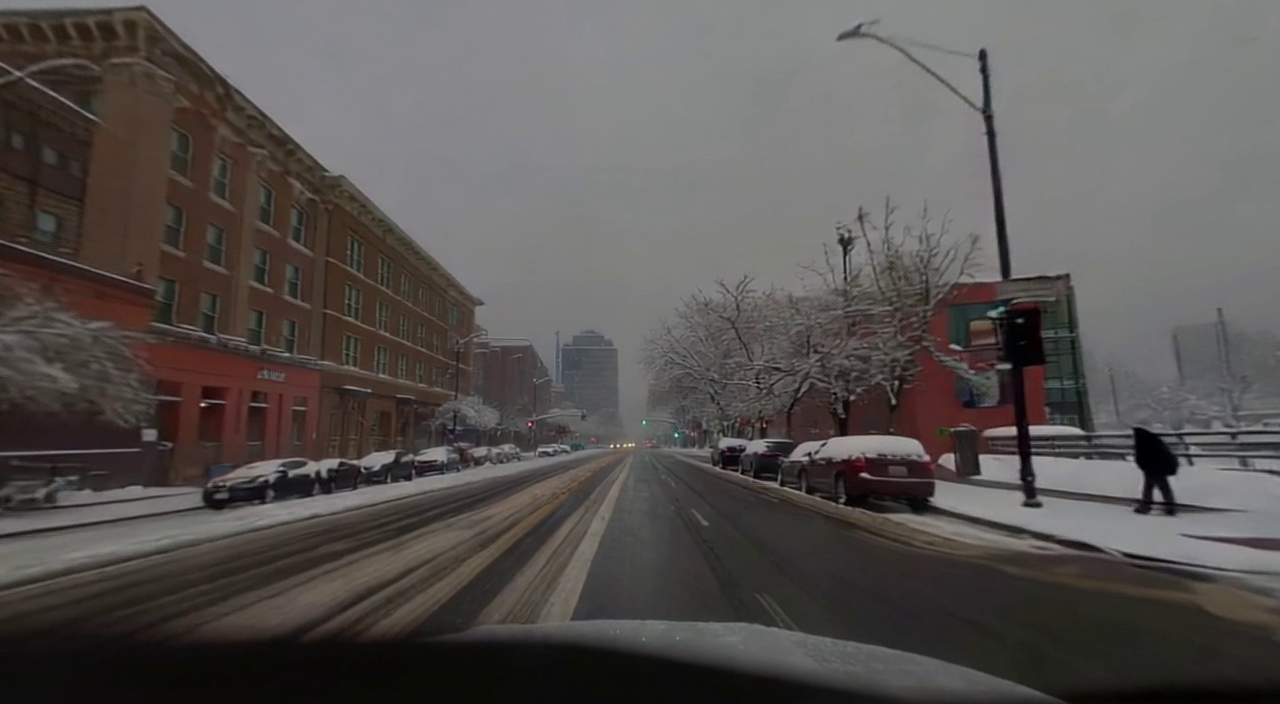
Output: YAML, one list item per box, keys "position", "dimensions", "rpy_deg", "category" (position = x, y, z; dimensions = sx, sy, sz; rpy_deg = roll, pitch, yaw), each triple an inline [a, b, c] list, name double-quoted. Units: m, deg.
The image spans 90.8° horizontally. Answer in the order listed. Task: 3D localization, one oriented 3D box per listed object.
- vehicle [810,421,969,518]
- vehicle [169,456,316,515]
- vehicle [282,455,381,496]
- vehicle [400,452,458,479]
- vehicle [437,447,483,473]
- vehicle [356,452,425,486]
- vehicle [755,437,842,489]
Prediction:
- position: [5.846, 2.806, 15.507]
  dimensions: [2.010, 1.943, 4.319]
  rpy_deg: [-2, -9, -1]
  category: "vehicle"
- position: [-12.092, 4.042, 19.598]
  dimensions: [1.804, 1.533, 4.121]
  rpy_deg: [0, -8, 1]
  category: "vehicle"
- position: [-12.678, 5.064, 26.326]
  dimensions: [1.927, 1.489, 4.572]
  rpy_deg: [0, -9, -2]
  category: "vehicle"
- position: [-12.594, 6.805, 38.006]
  dimensions: [1.868, 1.418, 4.415]
  rpy_deg: [-2, -9, 1]
  category: "vehicle"
- position: [-12.098, 7.301, 42.779]
  dimensions: [1.834, 1.643, 4.110]
  rpy_deg: [0, -9, 1]
  category: "vehicle"
- position: [-12.591, 5.905, 32.158]
  dimensions: [1.800, 1.532, 4.110]
  rpy_deg: [0, -8, 0]
  category: "vehicle"
- position: [5.902, 4.177, 24.110]
  dimensions: [1.991, 1.771, 4.604]
  rpy_deg: [0, -9, -2]
  category: "vehicle"
